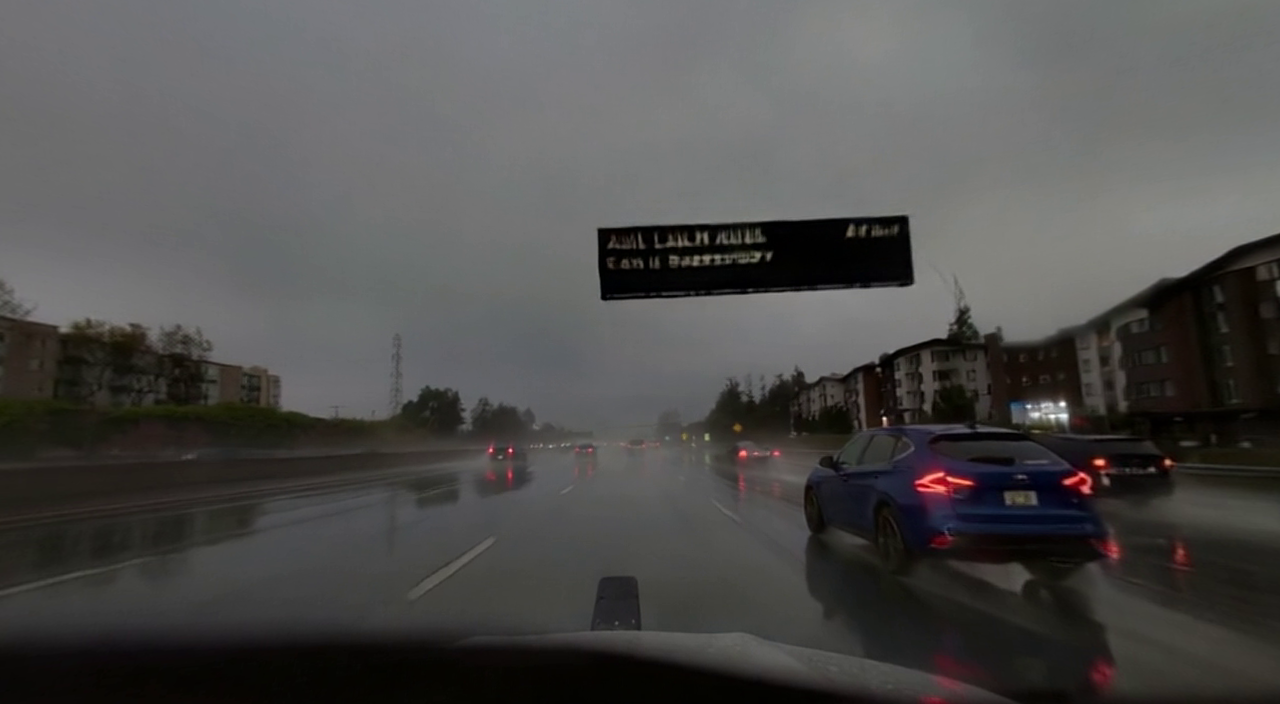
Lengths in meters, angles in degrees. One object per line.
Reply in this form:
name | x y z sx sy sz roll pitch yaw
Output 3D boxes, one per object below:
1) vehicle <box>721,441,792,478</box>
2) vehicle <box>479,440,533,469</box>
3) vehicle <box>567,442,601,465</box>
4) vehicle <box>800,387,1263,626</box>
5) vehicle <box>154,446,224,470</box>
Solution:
vehicle | 4.883 4.565 27.150 2.061 1.459 4.273 1 -9 -3
vehicle | -7.551 5.827 36.055 2.021 1.496 4.495 0 -9 1
vehicle | -3.764 6.897 43.197 2.002 1.466 4.378 0 -9 0
vehicle | 3.359 1.419 6.731 2.080 1.694 4.286 0 -9 -1
vehicle | -31.131 7.301 43.704 1.806 1.503 4.039 0 -9 0
